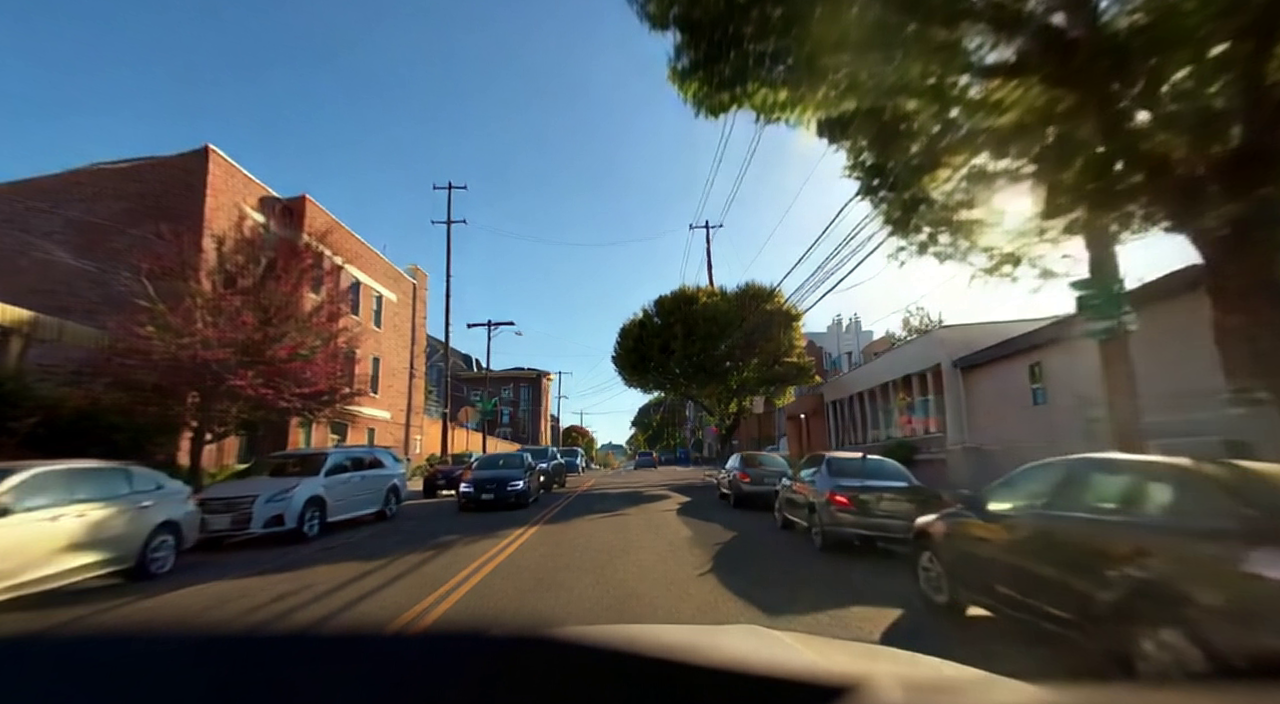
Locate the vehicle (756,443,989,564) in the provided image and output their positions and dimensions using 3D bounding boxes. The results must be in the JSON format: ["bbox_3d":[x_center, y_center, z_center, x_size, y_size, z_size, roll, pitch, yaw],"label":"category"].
[{"bbox_3d":[3.326,2.227,10.258,1.946,1.474,4.710,0,-8,-1],"label":"vehicle"}]

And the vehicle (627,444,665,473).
[{"bbox_3d":[0.450,6.626,39.580,2.059,1.736,3.994,-1,-8,5],"label":"vehicle"}]

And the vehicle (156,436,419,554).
[{"bbox_3d":[-6.758,2.746,13.227,2.263,1.882,5.706,0,-8,-1],"label":"vehicle"}]

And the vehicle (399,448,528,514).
[{"bbox_3d":[-5.066,3.469,17.642,1.994,1.510,4.802,5,-10,-33],"label":"vehicle"}]

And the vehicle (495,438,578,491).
[{"bbox_3d":[-3.886,4.313,24.634,2.236,1.834,4.743,-1,-8,3],"label":"vehicle"}]

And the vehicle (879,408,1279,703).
[{"bbox_3d":[3.357,1.233,4.048,1.895,1.553,4.235,0,-8,-1],"label":"vehicle"}]

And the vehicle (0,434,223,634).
[{"bbox_3d":[-6.687,1.745,6.447,1.925,1.759,4.396,0,-8,-2],"label":"vehicle"}]
